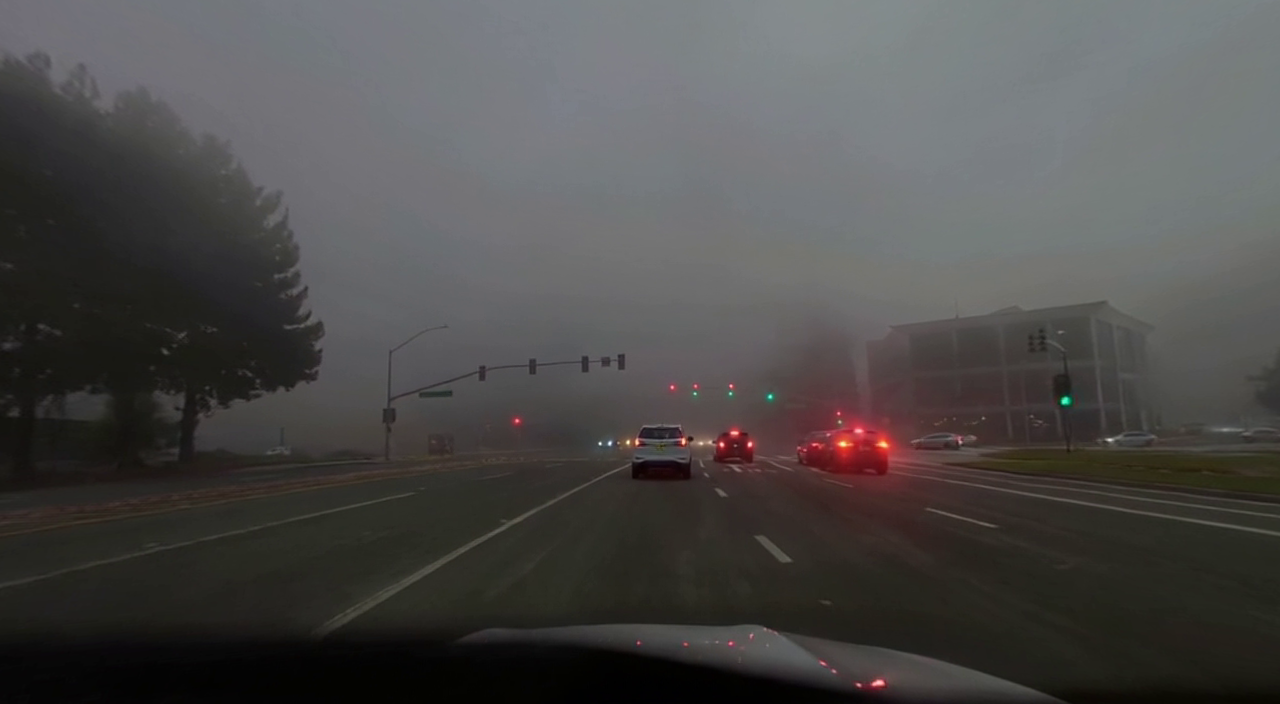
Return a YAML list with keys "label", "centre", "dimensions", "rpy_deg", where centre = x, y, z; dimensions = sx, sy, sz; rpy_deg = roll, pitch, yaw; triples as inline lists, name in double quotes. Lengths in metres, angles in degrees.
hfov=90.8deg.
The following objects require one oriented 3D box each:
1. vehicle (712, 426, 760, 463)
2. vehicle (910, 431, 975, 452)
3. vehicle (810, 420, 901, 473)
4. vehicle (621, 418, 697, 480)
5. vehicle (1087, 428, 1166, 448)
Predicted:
- label: "vehicle"
  centre: [4.865, 4.796, 32.559]
  dimensions: [2.188, 1.774, 4.646]
  rpy_deg: [-1, -9, 6]
- label: "vehicle"
  centre: [23.764, 7.014, 49.684]
  dimensions: [4.482, 1.465, 1.831]
  rpy_deg: [-3, -11, 29]
- label: "vehicle"
  centre: [7.992, 3.594, 23.951]
  dimensions: [2.074, 1.791, 4.393]
  rpy_deg: [0, -9, 3]
- label: "vehicle"
  centre: [0.662, 3.191, 20.739]
  dimensions: [2.211, 1.795, 4.179]
  rpy_deg: [0, -9, 3]
- label: "vehicle"
  centre: [37.575, 6.710, 48.915]
  dimensions: [4.596, 1.468, 1.785]
  rpy_deg: [-6, -11, 31]
